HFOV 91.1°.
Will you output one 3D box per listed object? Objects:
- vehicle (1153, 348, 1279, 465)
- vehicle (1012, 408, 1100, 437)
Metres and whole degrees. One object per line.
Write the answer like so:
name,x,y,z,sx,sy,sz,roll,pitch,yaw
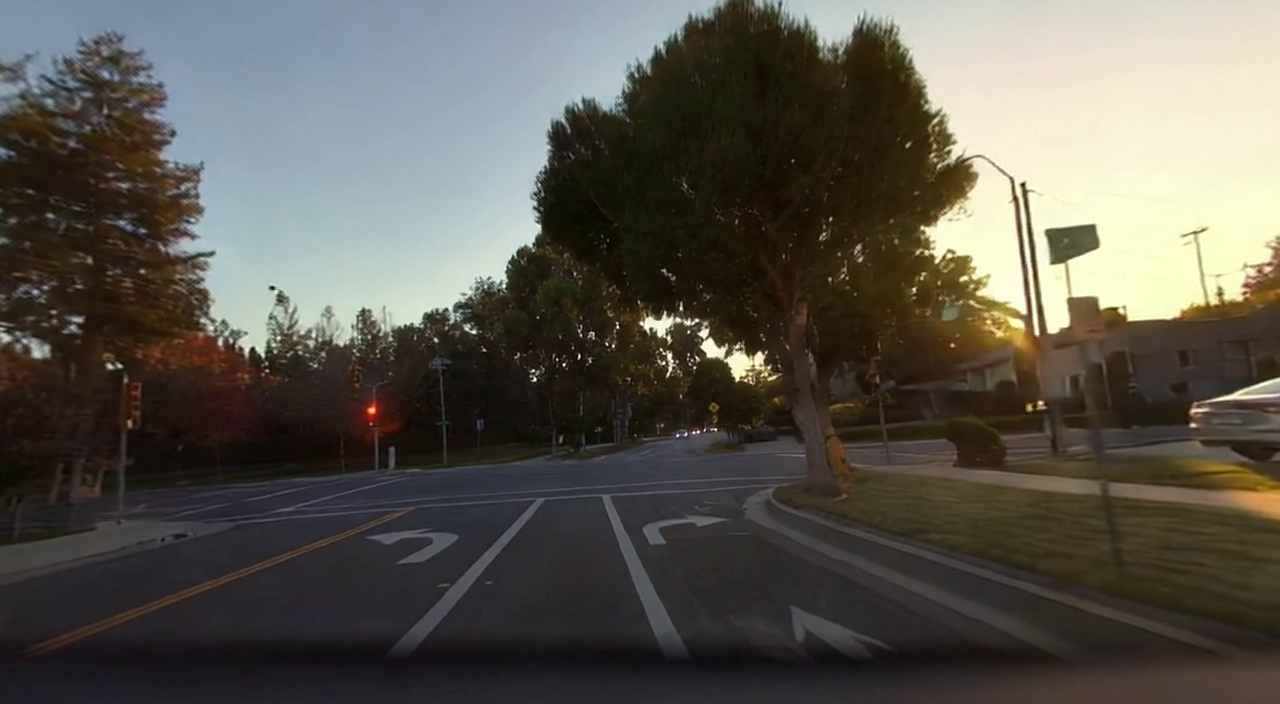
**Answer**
vehicle,12.301,1.051,11.111,4.562,1.850,2.130,1,-9,-3
vehicle,27.470,4.661,41.531,4.475,1.837,1.961,1,-8,-5
